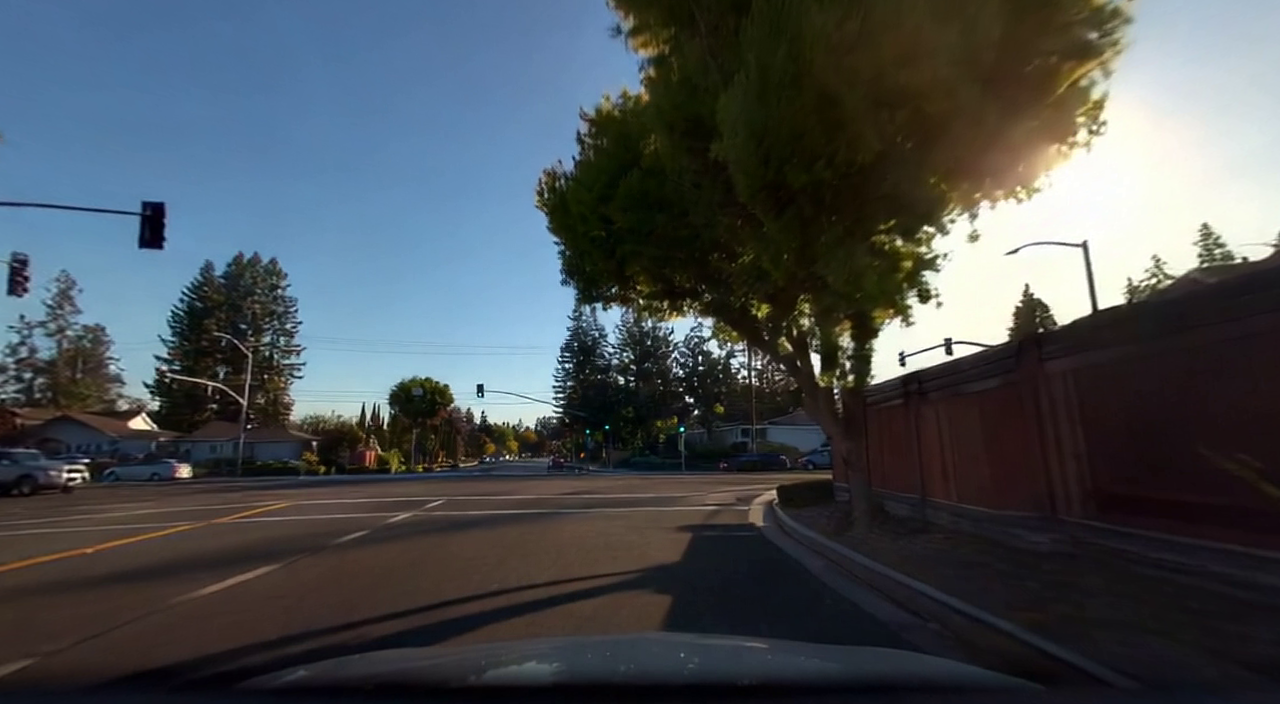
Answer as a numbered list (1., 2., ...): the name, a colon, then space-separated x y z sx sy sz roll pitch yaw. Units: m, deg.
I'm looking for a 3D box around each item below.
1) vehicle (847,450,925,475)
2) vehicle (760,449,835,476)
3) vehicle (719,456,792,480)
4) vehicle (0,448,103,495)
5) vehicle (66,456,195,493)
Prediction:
1. vehicle: 17.178 7.736 44.131 4.626 1.608 1.911 1 -9 -8
2. vehicle: 9.768 6.838 39.304 4.106 1.583 1.806 1 -9 -9
3. vehicle: 7.783 7.814 42.601 4.510 1.461 1.828 1 -9 -8
4. vehicle: -25.149 4.722 25.147 5.107 1.749 2.254 0 -9 -6
5. vehicle: -26.000 6.262 32.320 4.664 1.728 1.959 1 -9 -6
